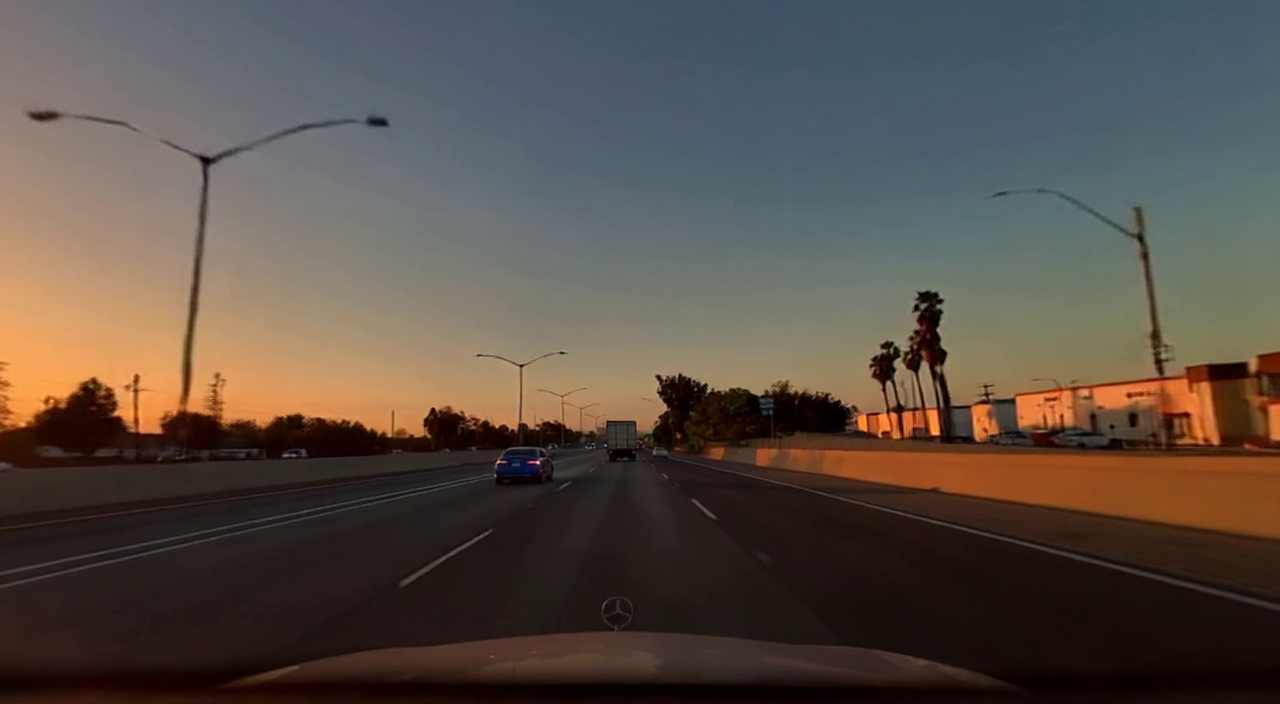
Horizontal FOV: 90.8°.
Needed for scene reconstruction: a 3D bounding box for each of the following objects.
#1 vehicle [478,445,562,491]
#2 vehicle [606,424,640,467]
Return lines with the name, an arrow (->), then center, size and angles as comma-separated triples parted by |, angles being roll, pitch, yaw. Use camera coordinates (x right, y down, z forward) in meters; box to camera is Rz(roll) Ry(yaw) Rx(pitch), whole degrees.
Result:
vehicle -> -4.084, 4.006, 22.284 | 2.097, 1.447, 4.291 | 0, -8, 0
vehicle -> -1.244, 7.056, 47.657 | 2.364, 2.953, 6.495 | 0, -8, -1
